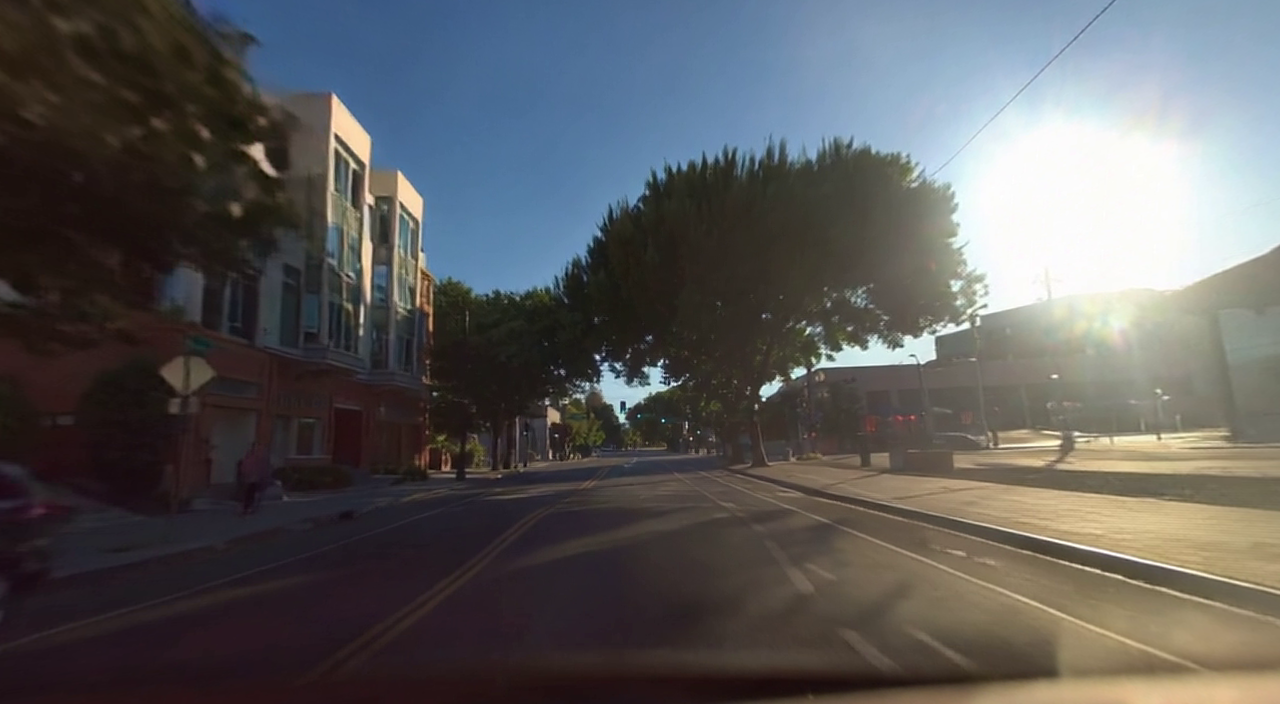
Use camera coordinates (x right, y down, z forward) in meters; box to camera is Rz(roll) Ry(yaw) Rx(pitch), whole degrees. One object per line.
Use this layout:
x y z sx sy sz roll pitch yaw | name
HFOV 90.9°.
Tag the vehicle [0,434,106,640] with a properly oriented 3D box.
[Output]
-6.423 1.327 3.775 2.147 1.701 4.879 0 -8 0 | vehicle
